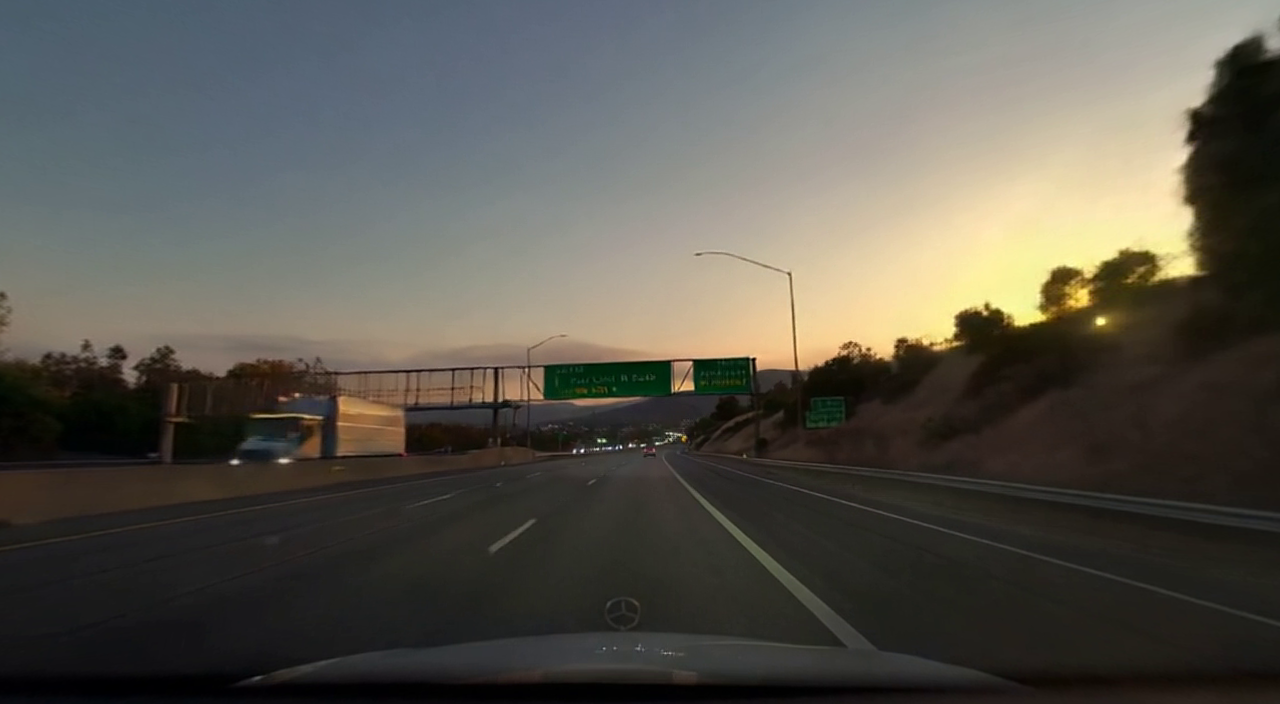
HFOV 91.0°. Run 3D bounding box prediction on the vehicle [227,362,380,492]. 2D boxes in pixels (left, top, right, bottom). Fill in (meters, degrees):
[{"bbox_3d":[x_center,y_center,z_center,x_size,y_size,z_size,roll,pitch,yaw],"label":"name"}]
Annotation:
[{"bbox_3d":[-11.064,2.551,21.178,2.818,3.939,3.780,0,-9,1],"label":"vehicle"}]
